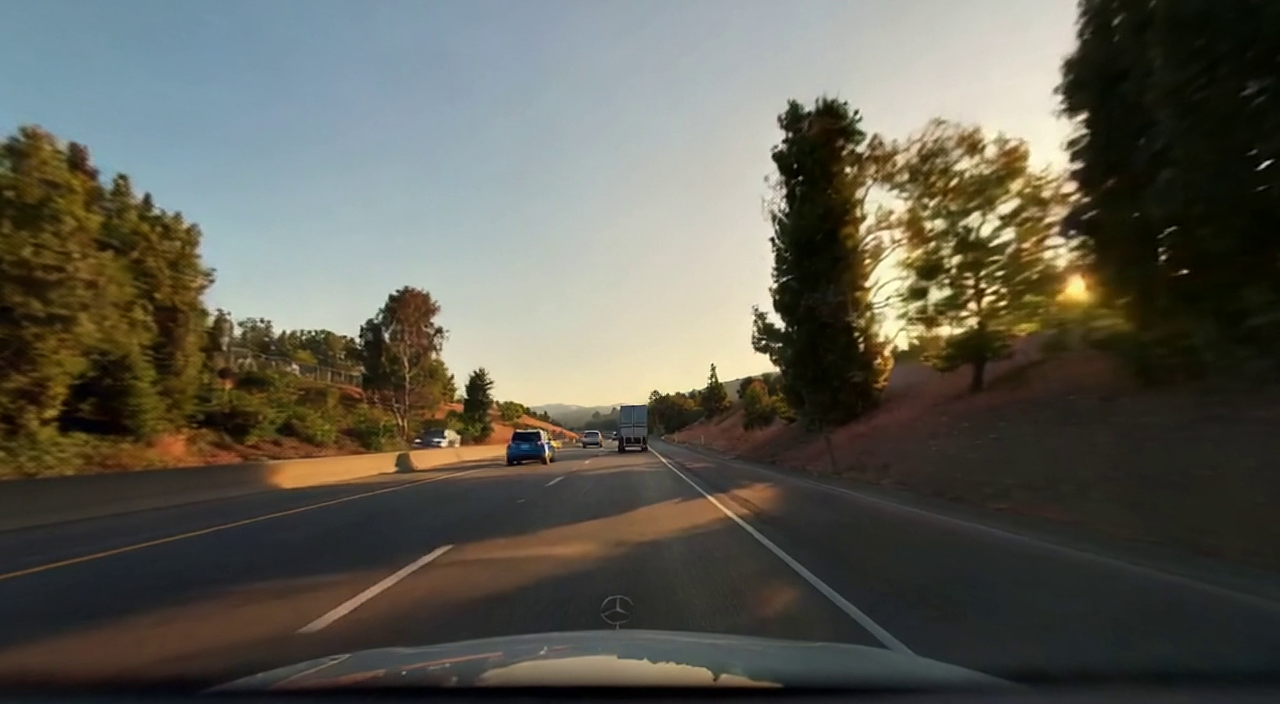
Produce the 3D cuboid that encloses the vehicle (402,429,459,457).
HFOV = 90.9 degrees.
[{"bbox_3d":[-13.538,5.899,40.996,2.137,1.726,4.503,0,-8,0],"label":"vehicle"}]

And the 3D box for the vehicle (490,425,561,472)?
[{"bbox_3d":[-4.452,3.819,25.163,2.049,1.726,4.291,0,-8,0],"label":"vehicle"}]

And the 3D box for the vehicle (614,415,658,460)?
[{"bbox_3d":[-0.273,5.180,38.327,2.526,2.531,5.026,0,-8,-1],"label":"vehicle"}]
